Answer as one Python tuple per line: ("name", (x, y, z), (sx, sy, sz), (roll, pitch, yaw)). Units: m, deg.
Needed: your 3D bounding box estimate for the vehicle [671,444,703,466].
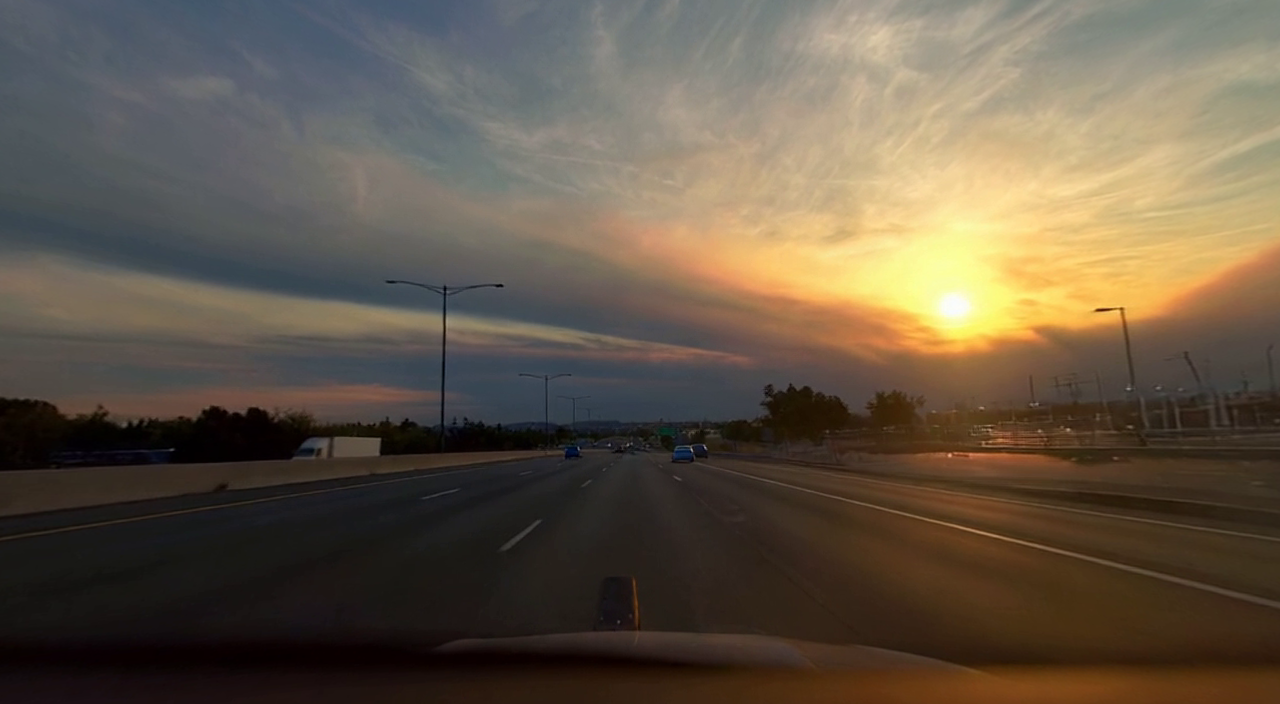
("vehicle", (3.395, 7.493, 46.285), (2.000, 1.533, 3.770), (0, -8, -1))
